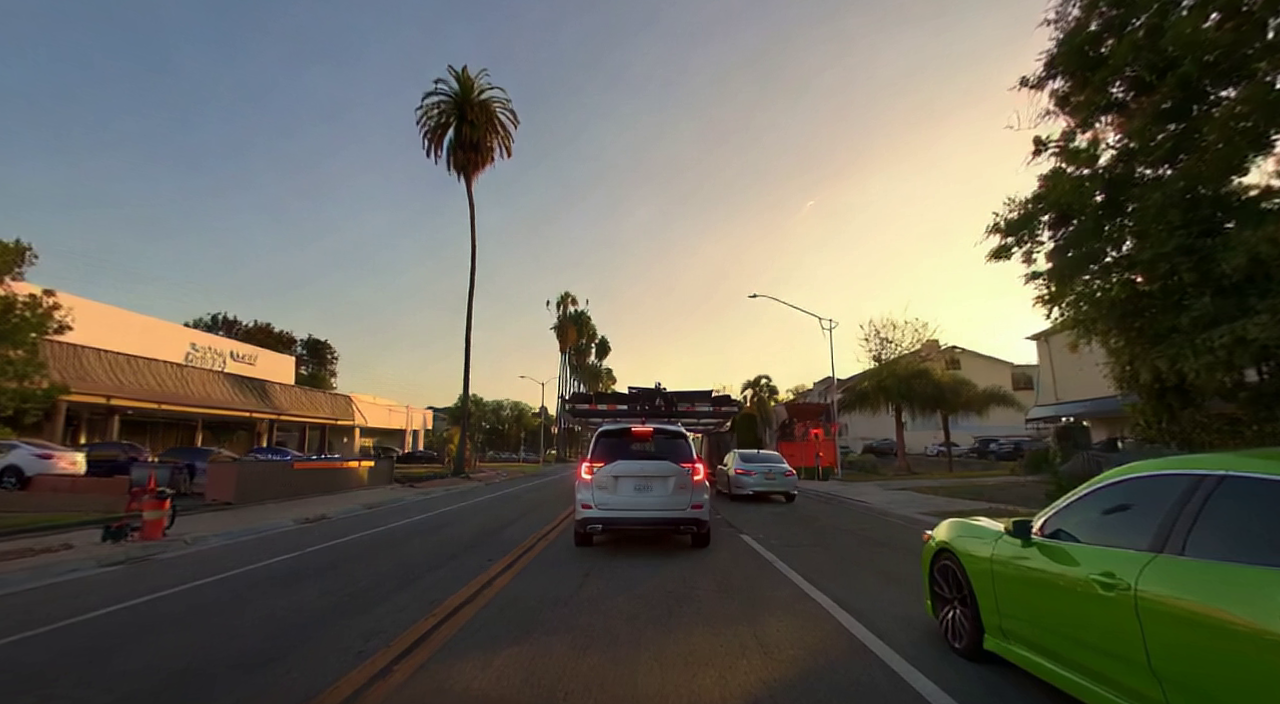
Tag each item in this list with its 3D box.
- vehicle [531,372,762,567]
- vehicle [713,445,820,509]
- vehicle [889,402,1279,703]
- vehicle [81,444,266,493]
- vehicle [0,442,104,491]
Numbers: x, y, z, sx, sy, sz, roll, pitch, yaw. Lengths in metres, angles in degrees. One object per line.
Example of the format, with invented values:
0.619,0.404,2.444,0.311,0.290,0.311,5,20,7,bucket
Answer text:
0.094,1.871,10.789,2.728,2.305,6.506,0,-8,0,vehicle
3.239,3.279,16.974,2.010,1.499,4.107,0,-8,-1,vehicle
3.094,0.995,2.456,2.171,1.520,4.853,0,-8,-1,vehicle
-15.096,3.764,20.531,4.490,1.500,1.875,0,-9,-1,vehicle
-20.450,3.663,20.235,4.706,1.468,1.817,0,-9,2,vehicle
